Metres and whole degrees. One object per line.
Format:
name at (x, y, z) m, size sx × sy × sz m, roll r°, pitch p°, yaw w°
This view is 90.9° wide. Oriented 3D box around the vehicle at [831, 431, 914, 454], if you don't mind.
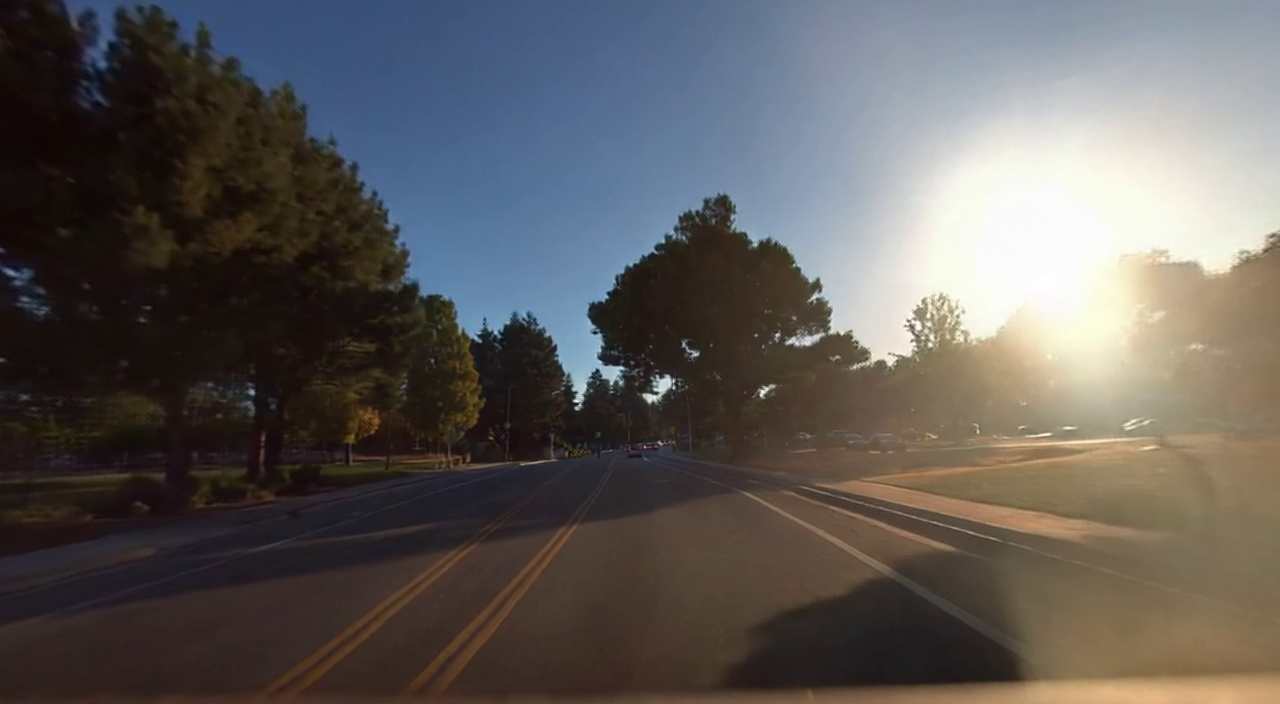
vehicle at (15.551, 6.083, 42.263) m, size 4.744 × 1.476 × 1.926 m, roll 1°, pitch -9°, yaw -4°
